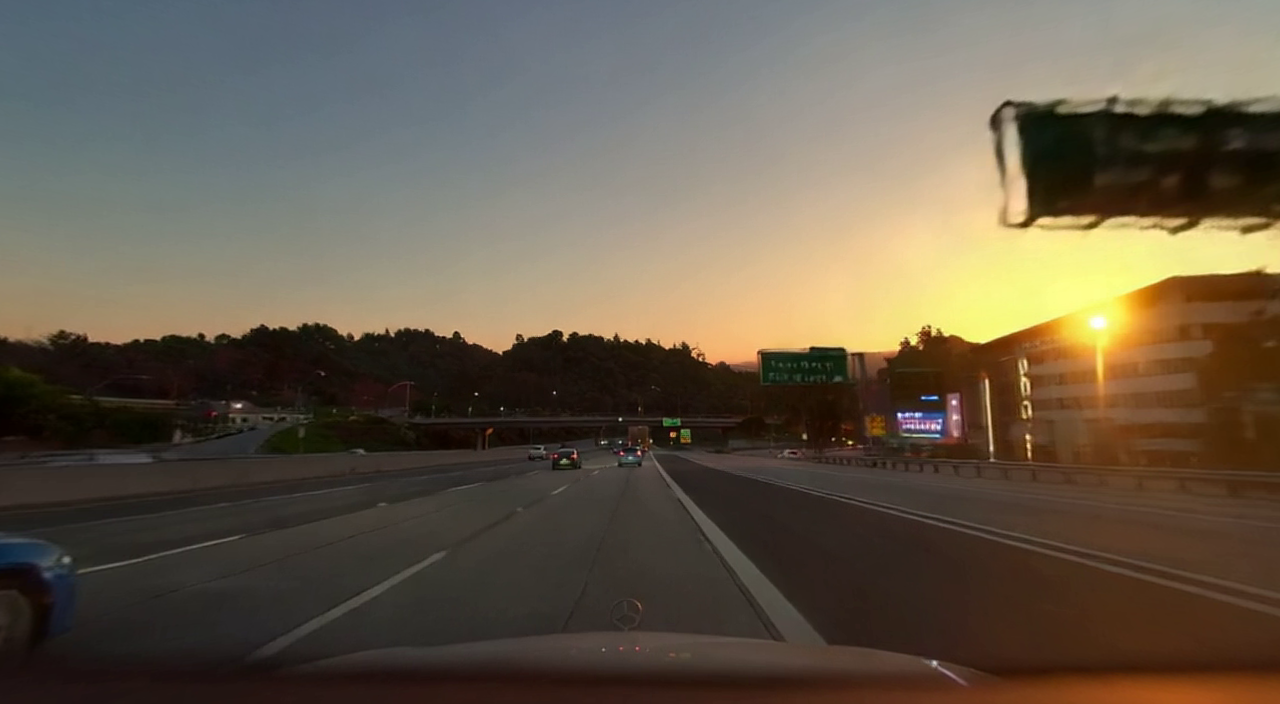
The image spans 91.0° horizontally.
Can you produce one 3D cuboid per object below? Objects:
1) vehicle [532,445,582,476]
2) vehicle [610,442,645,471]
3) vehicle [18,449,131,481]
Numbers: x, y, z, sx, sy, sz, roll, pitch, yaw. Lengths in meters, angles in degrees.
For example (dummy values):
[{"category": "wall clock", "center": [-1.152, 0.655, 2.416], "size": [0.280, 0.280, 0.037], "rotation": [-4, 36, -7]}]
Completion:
[{"category": "vehicle", "center": [-4.498, 5.964, 34.926], "size": [2.071, 1.553, 4.388], "rotation": [0, -9, 1]}, {"category": "vehicle", "center": [-0.763, 6.661, 40.308], "size": [2.102, 1.692, 4.057], "rotation": [0, -9, 1]}, {"category": "vehicle", "center": [-29.844, 5.949, 33.453], "size": [1.881, 1.532, 4.469], "rotation": [0, -9, -1]}]
